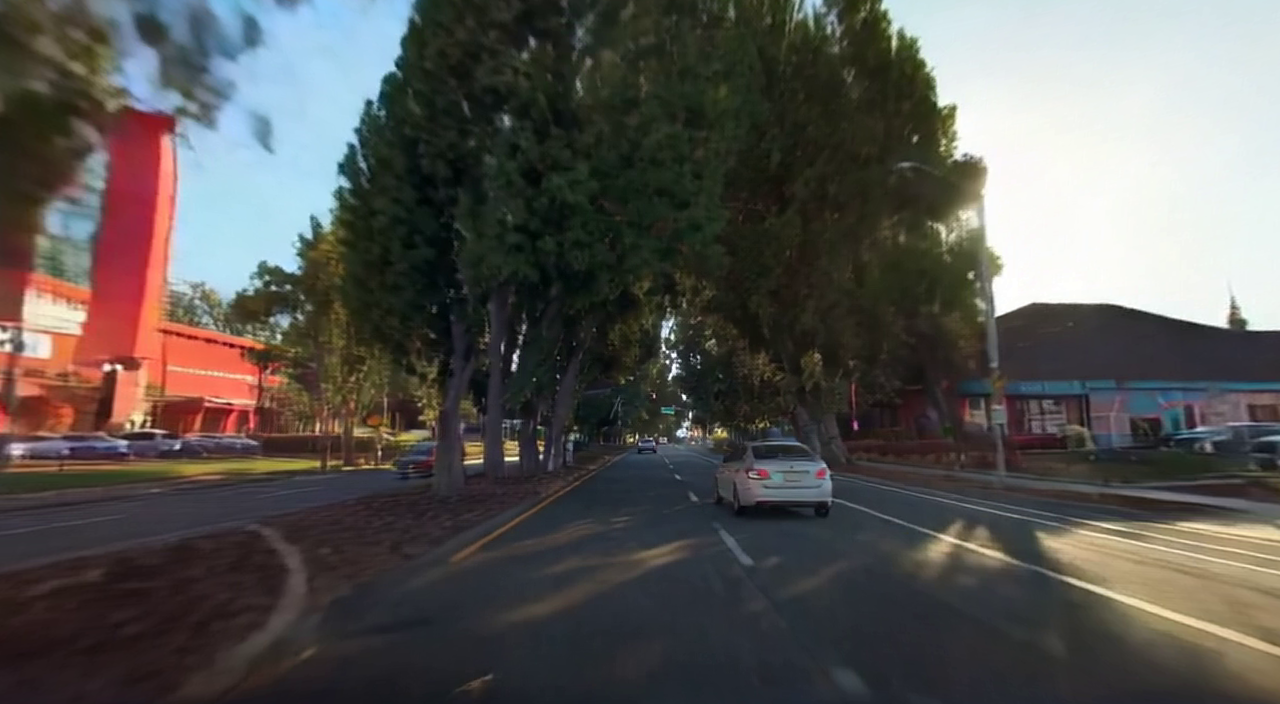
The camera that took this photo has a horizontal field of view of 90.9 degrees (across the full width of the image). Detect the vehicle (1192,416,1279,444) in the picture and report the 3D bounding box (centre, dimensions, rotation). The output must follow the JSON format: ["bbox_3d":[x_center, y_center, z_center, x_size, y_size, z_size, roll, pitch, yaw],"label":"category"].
[{"bbox_3d":[38.312,5.116,40.712,1.983,1.553,5.043,-5,-10,18],"label":"vehicle"}]

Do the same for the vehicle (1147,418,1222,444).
[{"bbox_3d":[35.433,5.203,41.158,1.793,1.488,4.488,-2,-9,14],"label":"vehicle"}]

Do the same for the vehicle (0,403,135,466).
[{"bbox_3d":[-35.299,4.671,35.600,10.503,3.405,3.038,0,-8,-2],"label":"vehicle"}]

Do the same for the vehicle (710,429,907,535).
[{"bbox_3d":[2.654,2.190,11.312,2.091,1.472,4.697,0,-8,-2],"label":"vehicle"}]

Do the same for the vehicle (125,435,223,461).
[{"bbox_3d":[-36.457,7.529,49.442,5.748,1.927,2.252,1,-8,-4],"label":"vehicle"}]

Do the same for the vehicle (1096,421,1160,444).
[{"bbox_3d":[33.078,5.515,42.895,1.888,1.467,4.425,-2,-8,16],"label":"vehicle"}]

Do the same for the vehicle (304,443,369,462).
[{"bbox_3d":[-23.166,7.671,48.157,4.077,1.342,1.813,-1,-8,5],"label":"vehicle"}]
